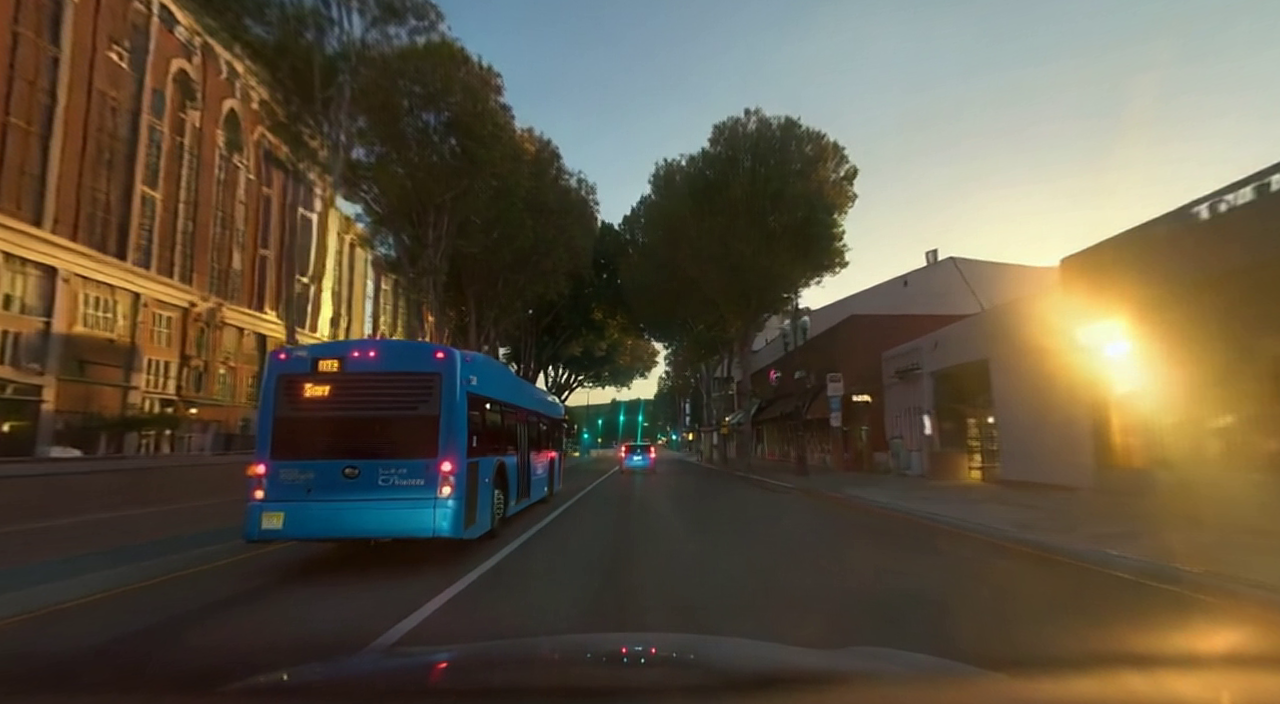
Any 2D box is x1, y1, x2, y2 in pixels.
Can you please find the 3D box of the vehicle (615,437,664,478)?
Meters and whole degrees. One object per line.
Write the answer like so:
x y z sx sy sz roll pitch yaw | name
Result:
0.004 4.868 29.369 2.120 1.727 3.917 0 -8 1 | vehicle

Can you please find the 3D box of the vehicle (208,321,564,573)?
-3.435 1.613 11.622 2.920 2.884 8.588 1 -7 0 | vehicle
